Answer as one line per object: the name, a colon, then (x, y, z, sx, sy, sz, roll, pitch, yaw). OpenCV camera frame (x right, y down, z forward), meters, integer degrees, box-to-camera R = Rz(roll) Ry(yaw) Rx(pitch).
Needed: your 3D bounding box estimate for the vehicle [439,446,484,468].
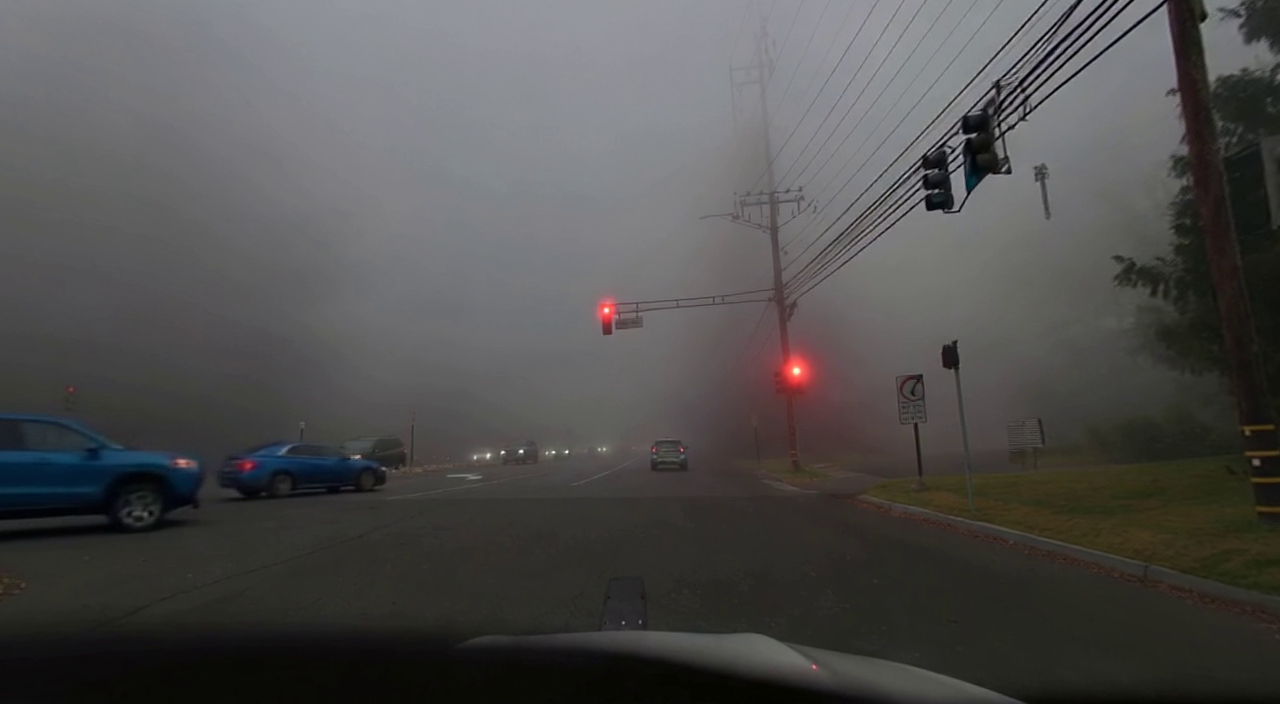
vehicle: (-12.685, 7.477, 44.937, 1.841, 1.477, 4.485, -1, -8, 1)

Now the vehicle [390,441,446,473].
vehicle: (-13.228, 6.299, 37.626, 1.772, 1.647, 4.221, -4, -9, 0)

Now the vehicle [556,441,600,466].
vehicle: (-3.874, 6.500, 40.267, 1.904, 1.482, 4.603, -1, -8, 6)

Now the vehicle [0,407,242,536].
vehicle: (-10.475, 2.009, 10.806, 5.930, 1.986, 2.137, 5, -10, -30)

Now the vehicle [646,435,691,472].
vehicle: (1.516, 5.090, 31.652, 2.051, 1.666, 4.607, -1, -9, 5)

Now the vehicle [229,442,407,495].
vehicle: (-9.919, 3.567, 19.662, 1.846, 1.446, 4.531, -8, -11, 40)
